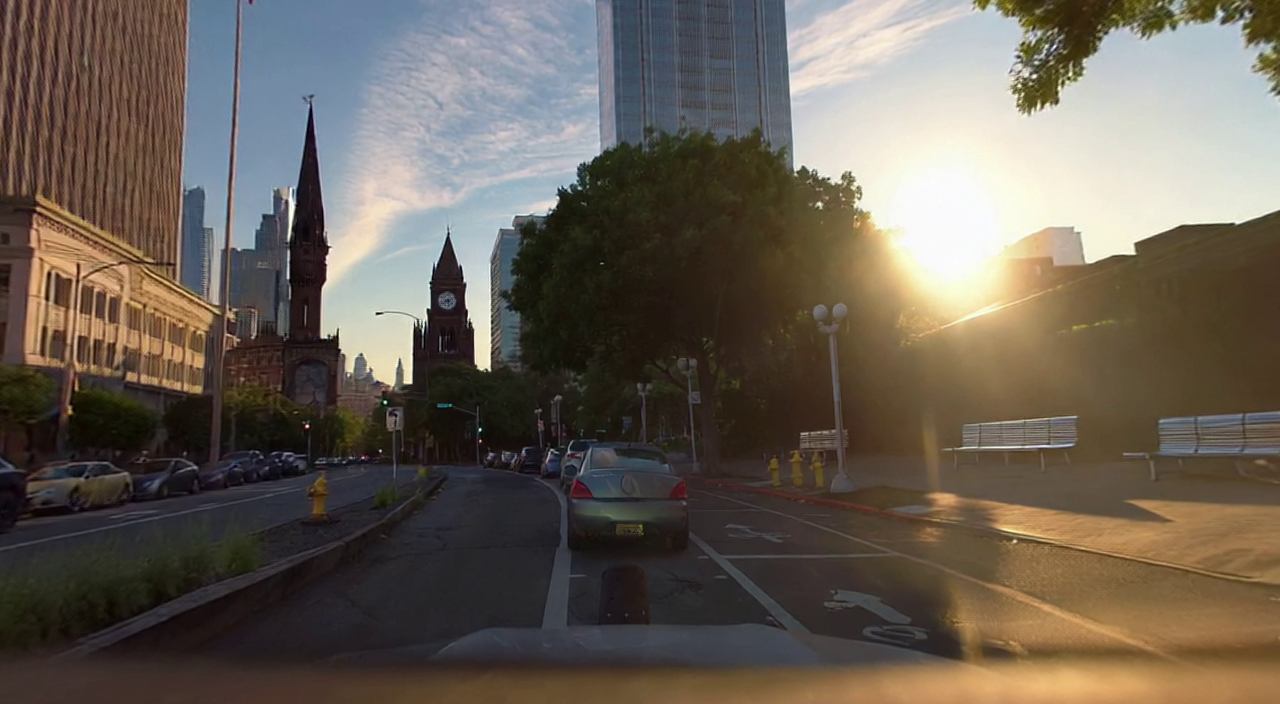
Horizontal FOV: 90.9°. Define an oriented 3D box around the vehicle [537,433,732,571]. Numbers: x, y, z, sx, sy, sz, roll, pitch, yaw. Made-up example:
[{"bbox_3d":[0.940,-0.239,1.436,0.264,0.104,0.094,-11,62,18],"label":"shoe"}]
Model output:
[{"bbox_3d":[-0.248,1.942,9.016,2.142,1.475,4.051,1,-8,-6],"label":"vehicle"}]
